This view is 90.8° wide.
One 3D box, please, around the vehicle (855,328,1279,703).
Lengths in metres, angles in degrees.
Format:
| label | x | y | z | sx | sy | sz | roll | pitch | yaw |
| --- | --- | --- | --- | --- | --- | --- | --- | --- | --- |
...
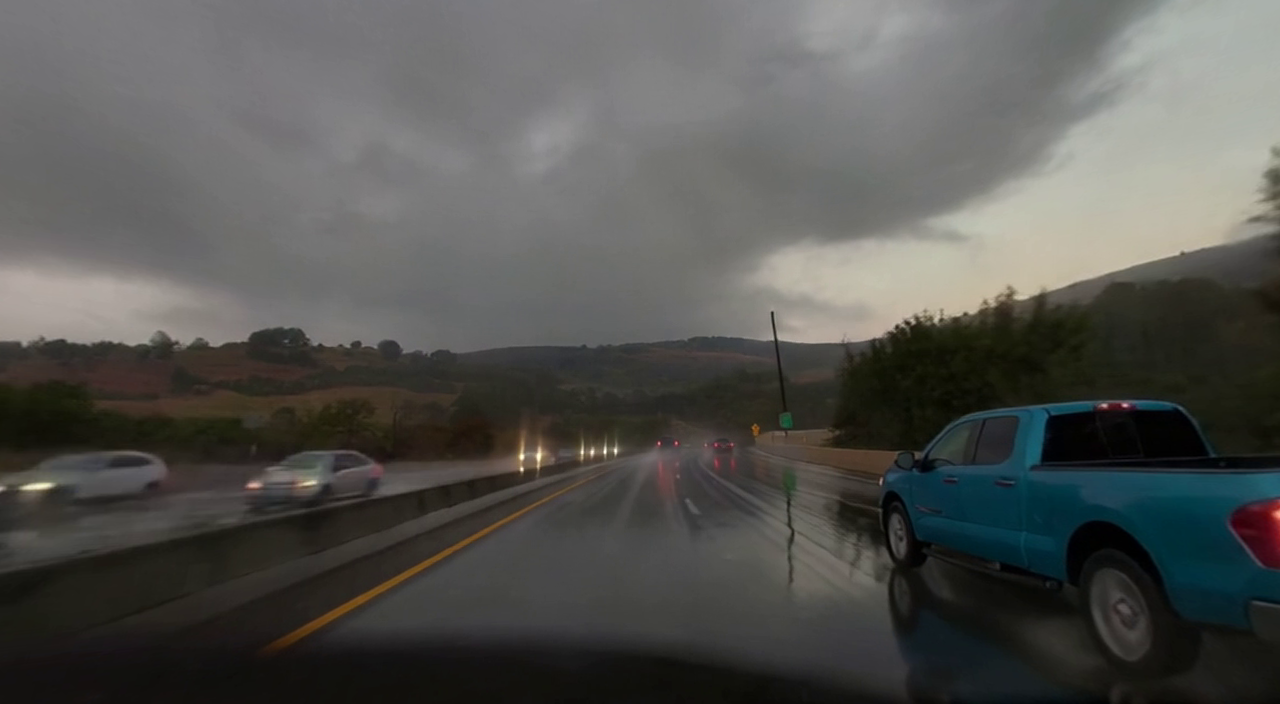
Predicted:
| label | x | y | z | sx | sy | sz | roll | pitch | yaw |
| --- | --- | --- | --- | --- | --- | --- | --- | --- | --- |
| vehicle | 3.564 | 1.113 | 4.747 | 2.151 | 1.744 | 4.709 | 0 | -8 | -1 |

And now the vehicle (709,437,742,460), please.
| label | x | y | z | sx | sy | sz | roll | pitch | yaw |
| --- | --- | --- | --- | --- | --- | --- | --- | --- | --- |
| vehicle | 6.471 | 7.388 | 48.374 | 2.249 | 1.635 | 4.118 | -1 | -9 | 4 |

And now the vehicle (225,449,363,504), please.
| label | x | y | z | sx | sy | sz | roll | pitch | yaw |
| --- | --- | --- | --- | --- | --- | --- | --- | --- | --- |
| vehicle | -11.428 | 4.107 | 21.309 | 1.954 | 1.605 | 4.462 | -1 | -9 | 3 |
